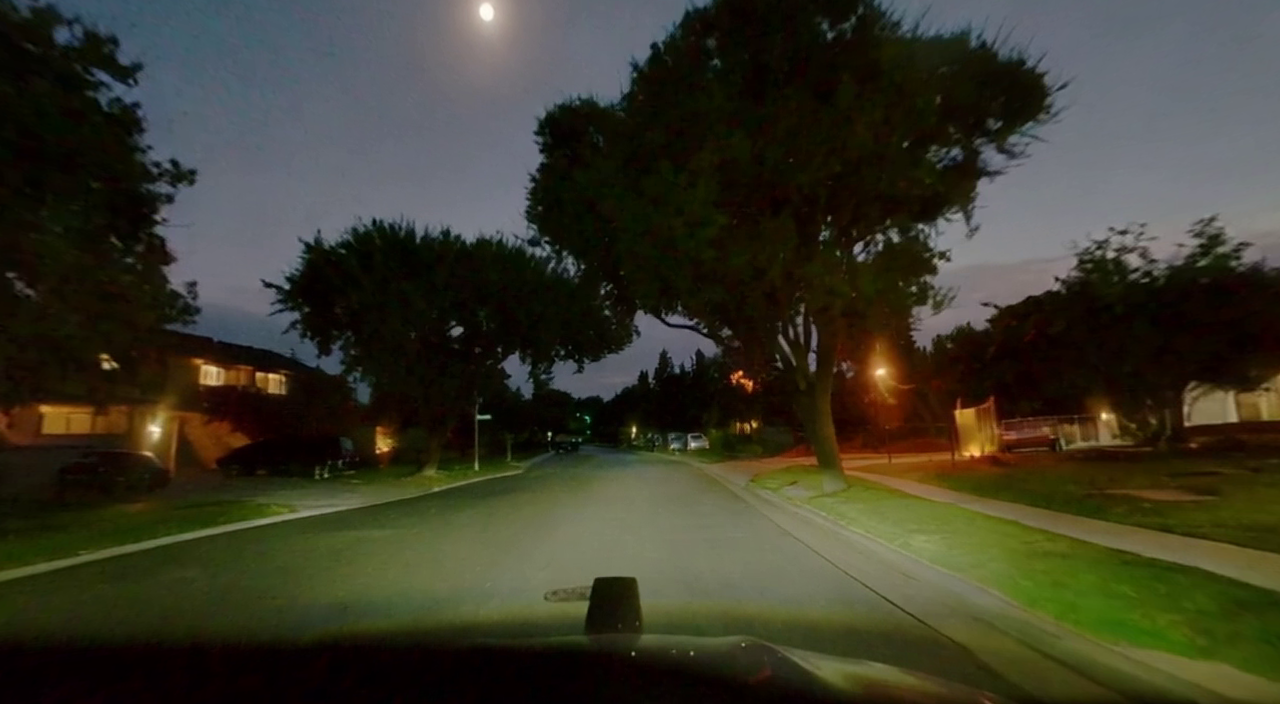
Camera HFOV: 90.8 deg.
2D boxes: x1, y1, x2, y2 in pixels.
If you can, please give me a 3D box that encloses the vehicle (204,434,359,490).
[{"bbox_3d":[-14.607,4.493,25.998,5.045,1.835,2.315,-4,-9,2],"label":"vehicle"}]
